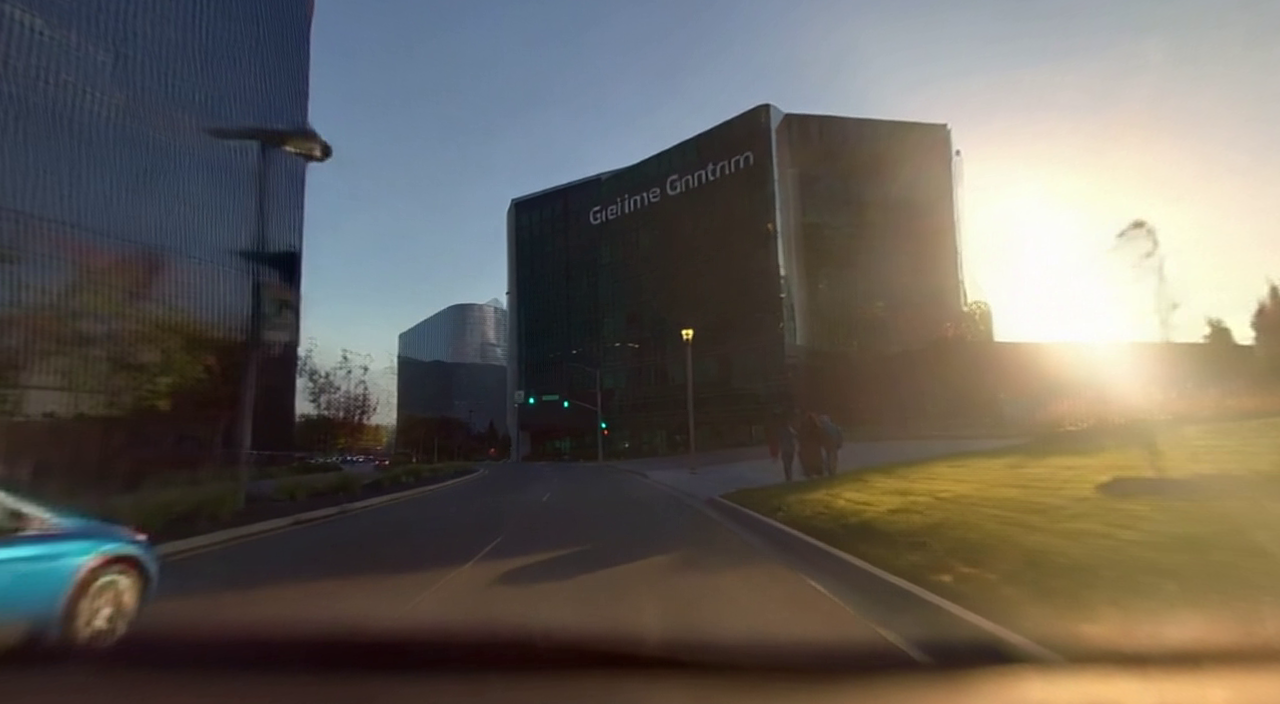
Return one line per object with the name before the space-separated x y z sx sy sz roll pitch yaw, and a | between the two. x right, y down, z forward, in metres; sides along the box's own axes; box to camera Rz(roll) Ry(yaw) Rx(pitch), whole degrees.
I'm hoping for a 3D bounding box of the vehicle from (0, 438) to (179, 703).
vehicle | -4.568 1.066 2.475 2.045 1.479 4.616 0 -9 -1
